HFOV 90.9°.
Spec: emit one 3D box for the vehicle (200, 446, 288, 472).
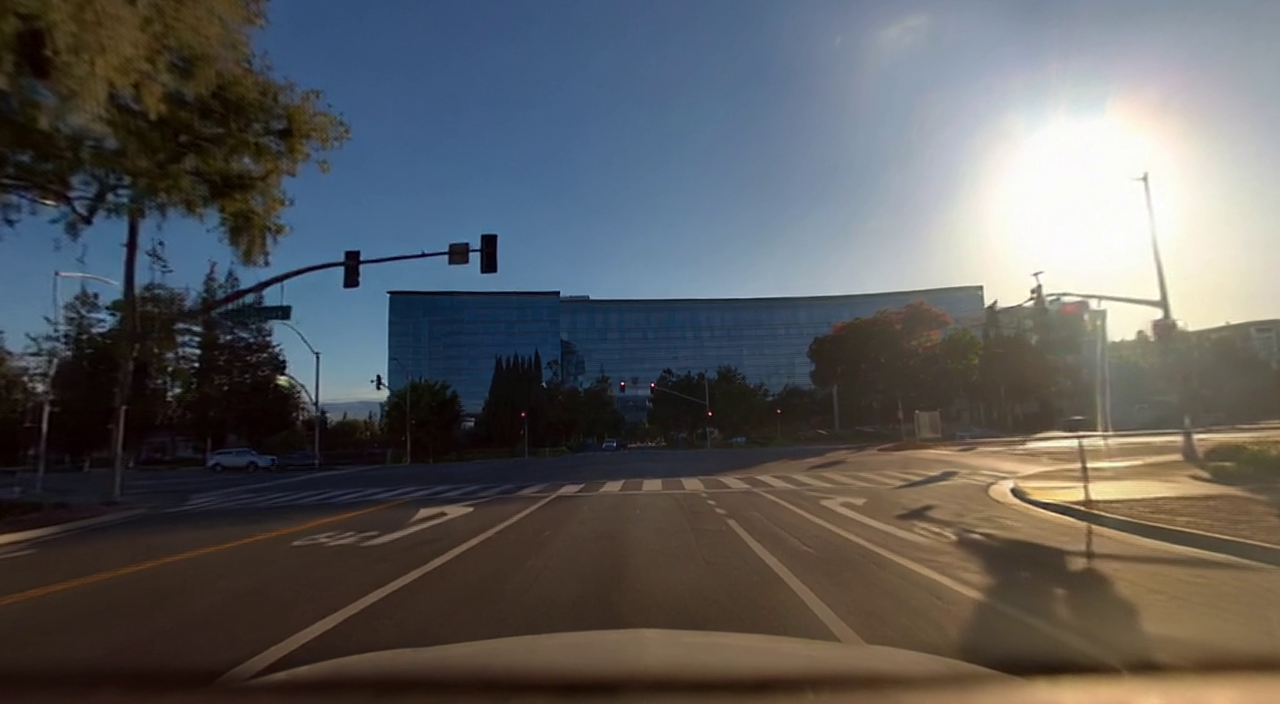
[{"bbox_3d":[-25.069,6.769,39.999,4.332,1.573,1.900,0,-8,3],"label":"vehicle"}]
